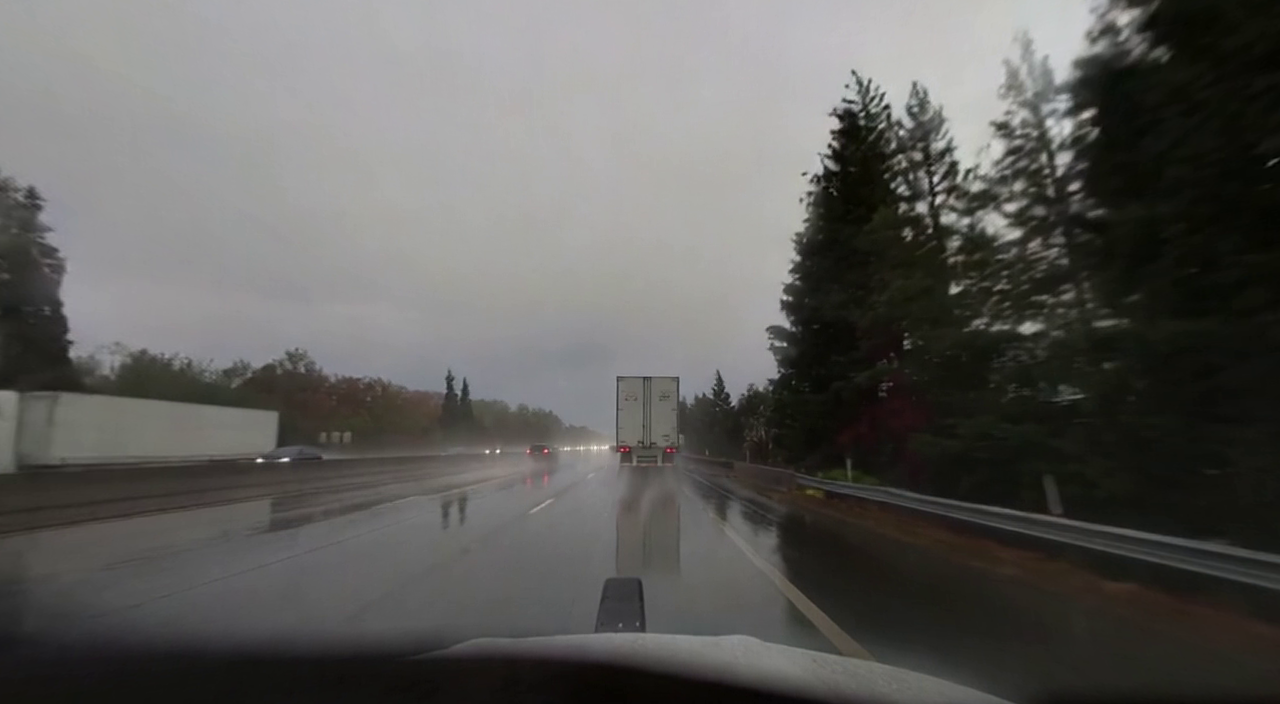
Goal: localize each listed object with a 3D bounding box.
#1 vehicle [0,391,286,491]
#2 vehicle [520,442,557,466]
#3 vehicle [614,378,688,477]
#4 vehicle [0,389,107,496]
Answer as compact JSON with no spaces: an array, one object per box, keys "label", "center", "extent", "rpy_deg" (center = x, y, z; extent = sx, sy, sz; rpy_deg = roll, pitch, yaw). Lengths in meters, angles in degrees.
[{"label":"vehicle","center":[-25.585,4.896,34.423],"extent":[2.947,4.153,16.224],"rpy_deg":[0,-9,0]},{"label":"vehicle","center":[-7.558,7.626,47.286],"extent":[2.066,1.674,4.423],"rpy_deg":[0,-8,0]},{"label":"vehicle","center":[0.386,3.984,31.986],"extent":[3.052,4.132,11.336],"rpy_deg":[0,-9,-1]},{"label":"vehicle","center":[-25.596,3.479,24.098],"extent":[2.959,3.986,8.233],"rpy_deg":[0,-9,0]}]
